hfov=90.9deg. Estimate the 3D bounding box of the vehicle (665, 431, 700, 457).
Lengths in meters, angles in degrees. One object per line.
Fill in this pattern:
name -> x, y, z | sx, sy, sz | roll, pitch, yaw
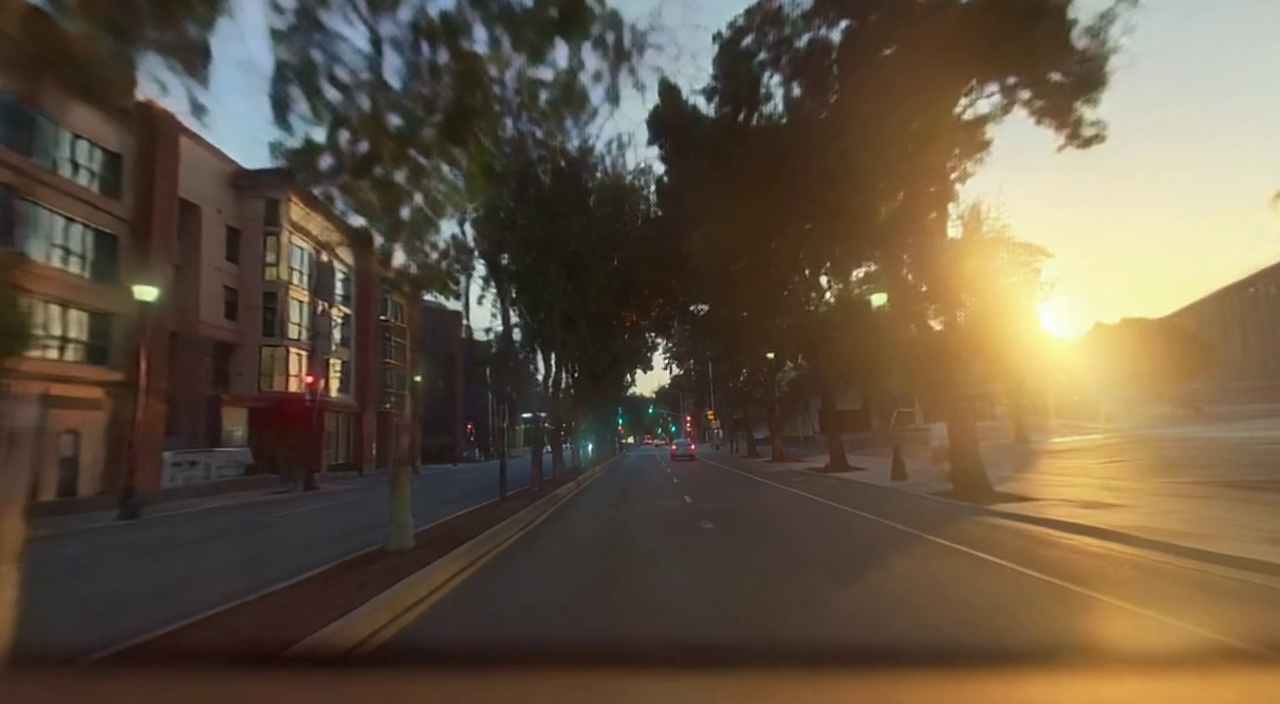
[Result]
vehicle -> 2.887, 6.350, 43.595 | 2.129, 1.719, 4.205 | 0, -8, 0
